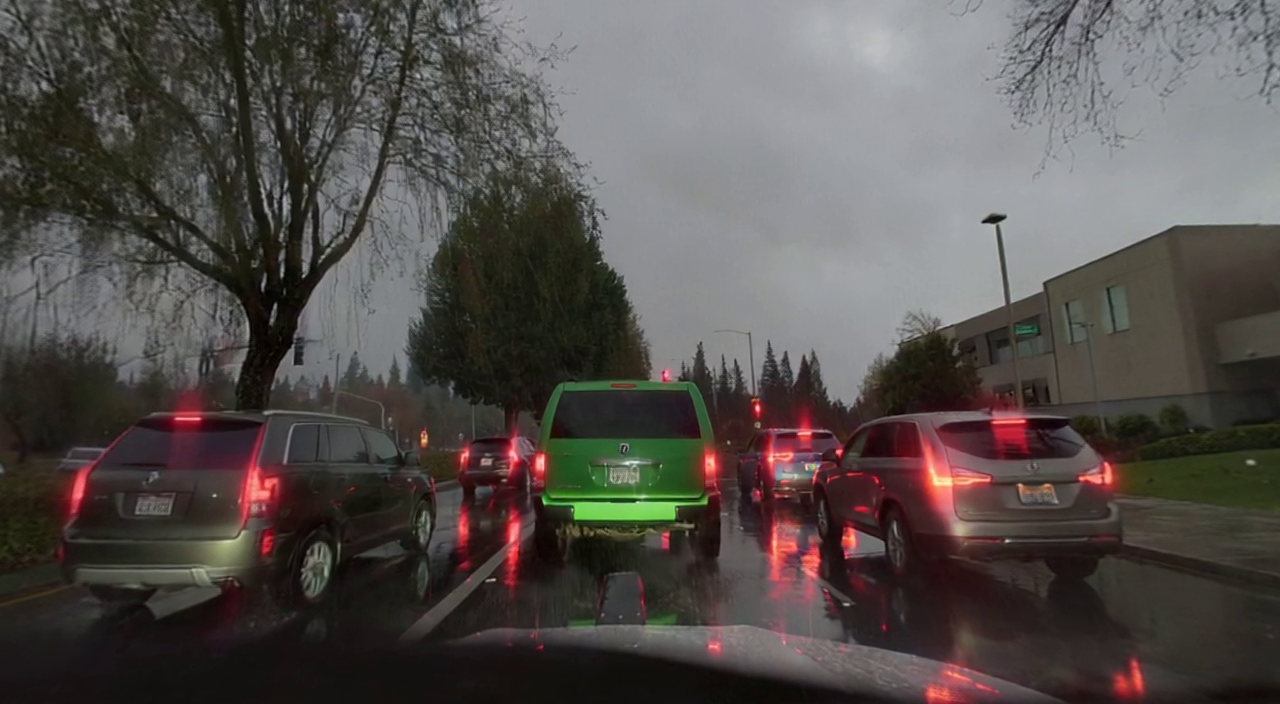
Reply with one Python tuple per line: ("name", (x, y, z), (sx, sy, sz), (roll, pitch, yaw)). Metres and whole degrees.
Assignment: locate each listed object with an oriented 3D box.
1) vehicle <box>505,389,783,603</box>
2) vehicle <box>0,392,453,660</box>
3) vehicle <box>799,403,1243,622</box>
("vehicle", (0.015, 1.481, 7.241), (2.294, 1.761, 3.857), (0, -9, -1))
("vehicle", (-3.376, 1.369, 5.982), (1.961, 1.639, 4.064), (0, -9, 0))
("vehicle", (3.469, 1.547, 7.049), (2.202, 1.657, 4.298), (0, -9, -1))
